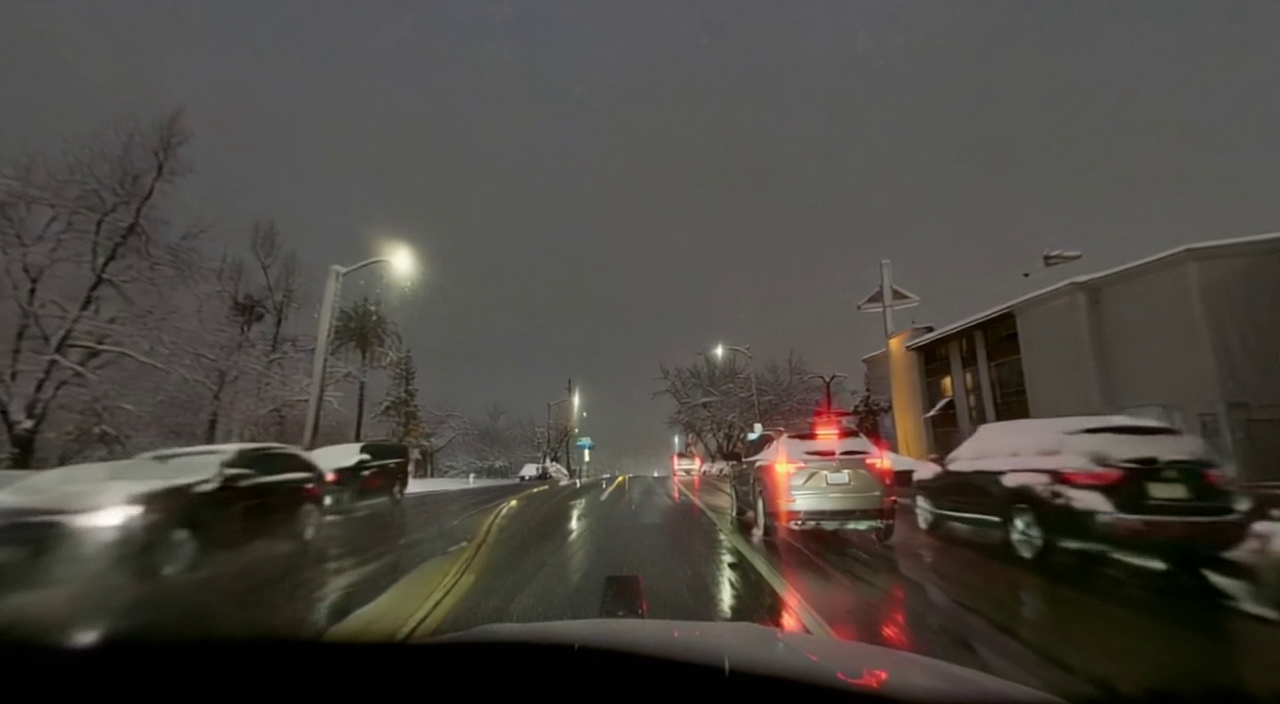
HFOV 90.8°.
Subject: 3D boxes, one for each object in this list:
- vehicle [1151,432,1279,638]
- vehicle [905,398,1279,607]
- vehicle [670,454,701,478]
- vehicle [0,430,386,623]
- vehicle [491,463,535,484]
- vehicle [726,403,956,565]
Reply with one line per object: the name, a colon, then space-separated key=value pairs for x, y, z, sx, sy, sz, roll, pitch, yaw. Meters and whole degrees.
vehicle: x=5.447 y=1.012 z=2.742 sx=2.166 sy=1.399 sz=5.177 roll=0 pitch=-8 yaw=0
vehicle: x=5.694 y=1.808 z=8.563 sx=2.111 sy=2.007 sz=4.761 roll=0 pitch=-9 yaw=0
vehicle: x=3.325 y=8.496 z=47.156 sx=2.196 sy=1.655 sz=3.939 roll=-1 pitch=-9 yaw=3
vehicle: x=-5.162 y=1.733 z=7.442 sx=2.153 sy=1.469 sz=4.939 roll=-1 pitch=-9 yaw=2
vehicle: x=-9.197 y=8.879 z=46.295 sx=2.118 sy=1.305 sz=4.687 roll=-2 pitch=-9 yaw=2
vehicle: x=2.636 y=1.855 z=9.571 sx=1.995 sy=1.858 sz=4.333 roll=0 pitch=-9 yaw=0
